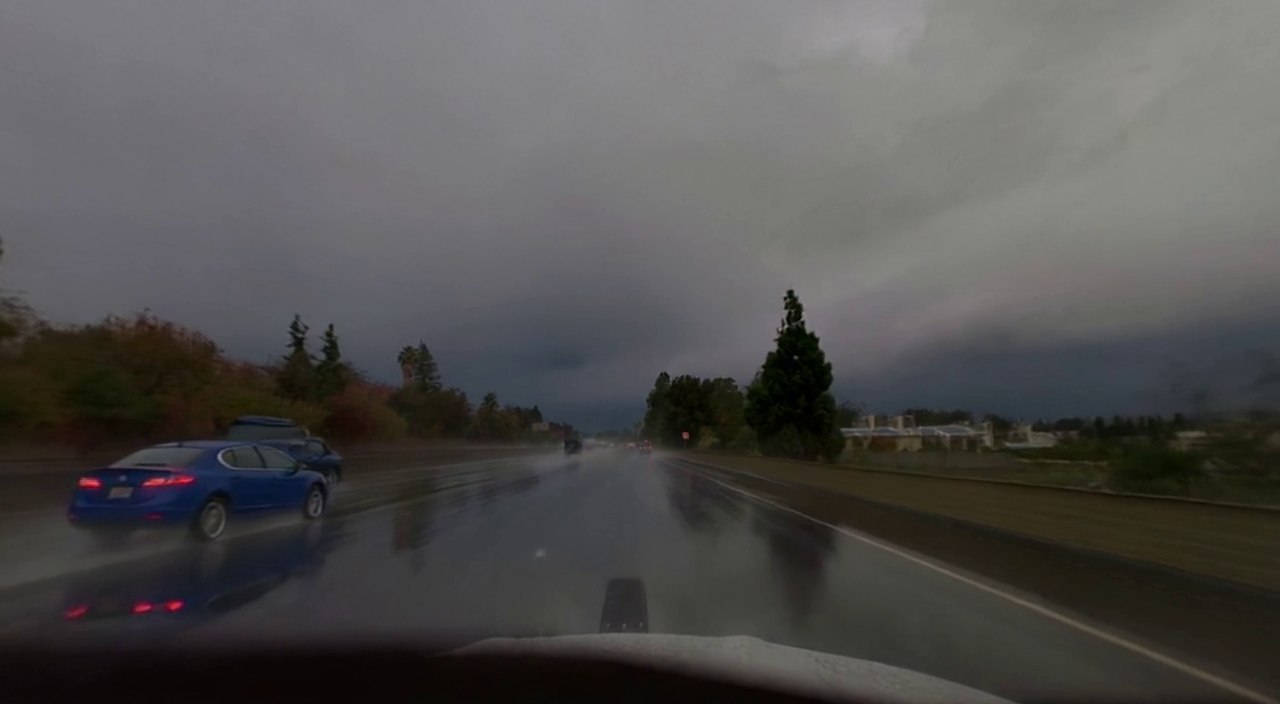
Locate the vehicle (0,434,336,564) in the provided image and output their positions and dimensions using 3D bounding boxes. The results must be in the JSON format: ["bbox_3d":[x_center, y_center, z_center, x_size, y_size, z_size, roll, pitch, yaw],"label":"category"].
[{"bbox_3d":[-6.882,2.060,9.752,1.981,1.486,4.735,0,-8,0],"label":"vehicle"}]
